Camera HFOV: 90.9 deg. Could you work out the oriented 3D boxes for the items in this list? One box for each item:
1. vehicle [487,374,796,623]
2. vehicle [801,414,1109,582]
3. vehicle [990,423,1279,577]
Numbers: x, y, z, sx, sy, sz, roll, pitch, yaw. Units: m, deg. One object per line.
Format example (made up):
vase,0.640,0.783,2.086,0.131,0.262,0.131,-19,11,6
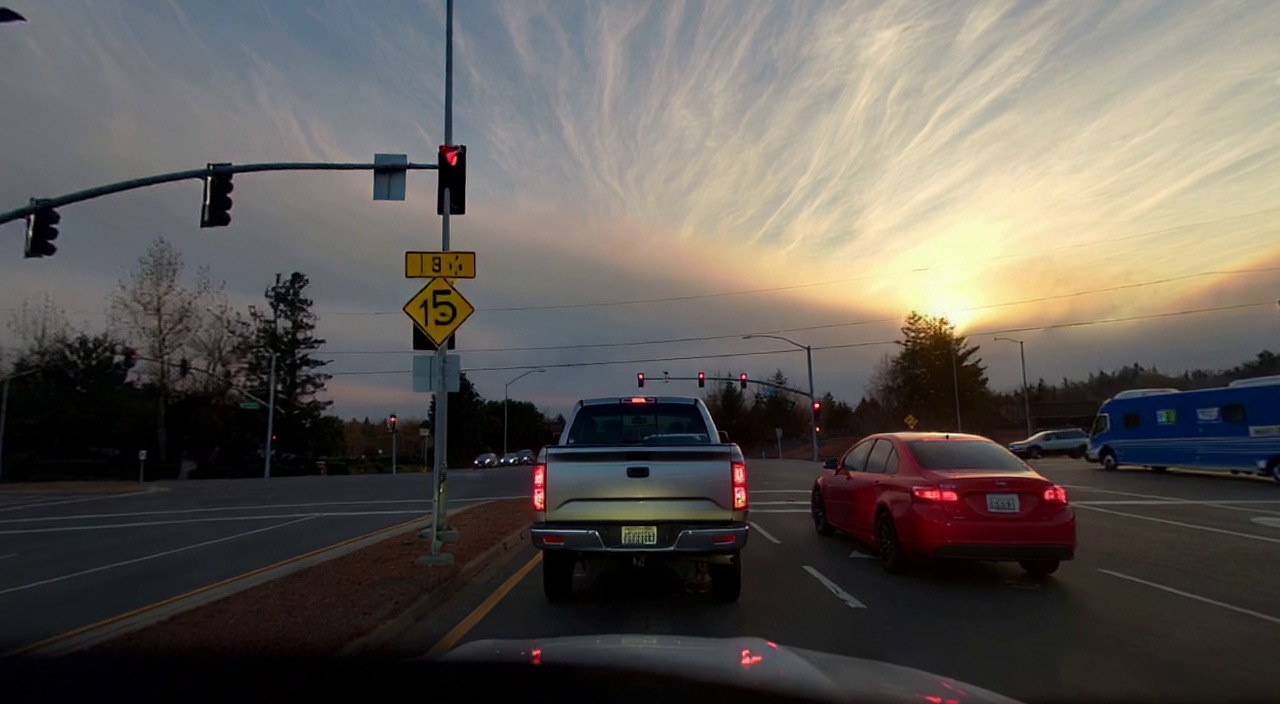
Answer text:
vehicle,0.041,1.470,7.335,2.326,1.880,4.964,0,-8,1
vehicle,3.578,1.717,8.194,1.981,1.616,4.006,0,-8,1
vehicle,6.830,1.747,8.289,1.973,1.470,4.228,0,-8,0
